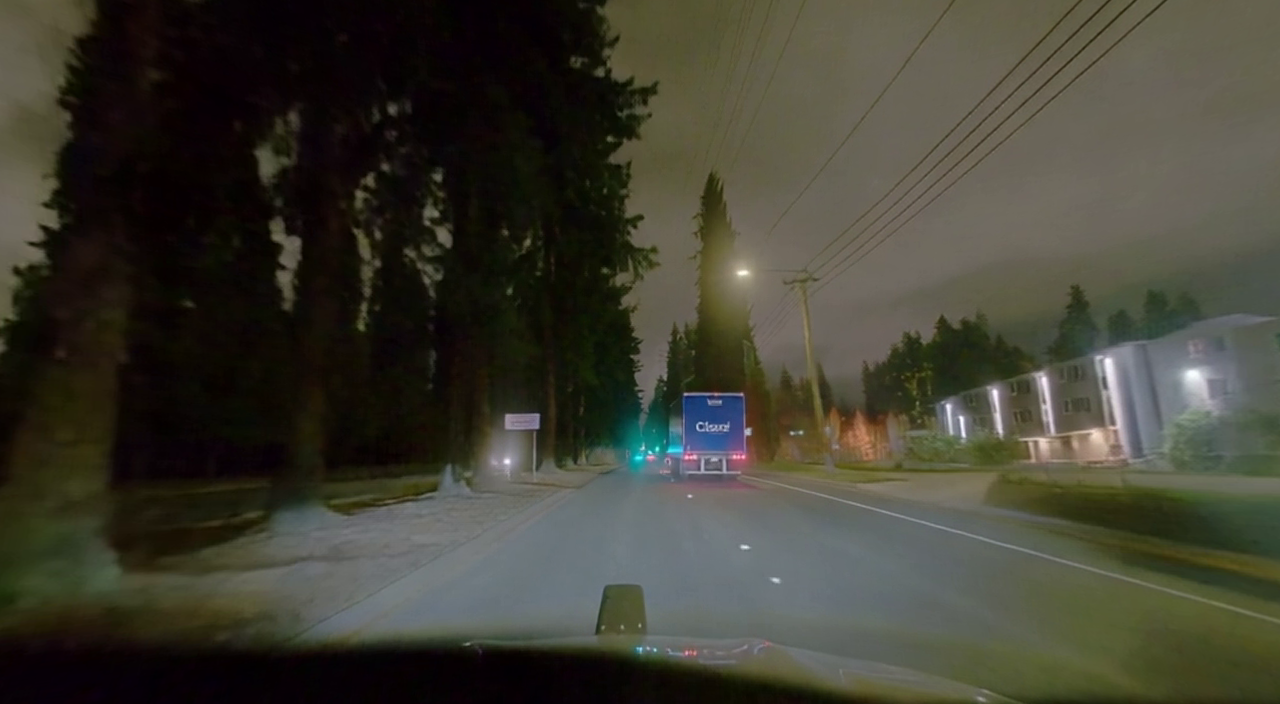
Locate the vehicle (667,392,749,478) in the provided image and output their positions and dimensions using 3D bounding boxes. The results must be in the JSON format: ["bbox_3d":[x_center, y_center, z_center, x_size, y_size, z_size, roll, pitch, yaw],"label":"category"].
[{"bbox_3d":[3.225,4.381,32.714,2.973,3.848,9.336,0,-8,-2],"label":"vehicle"}]
